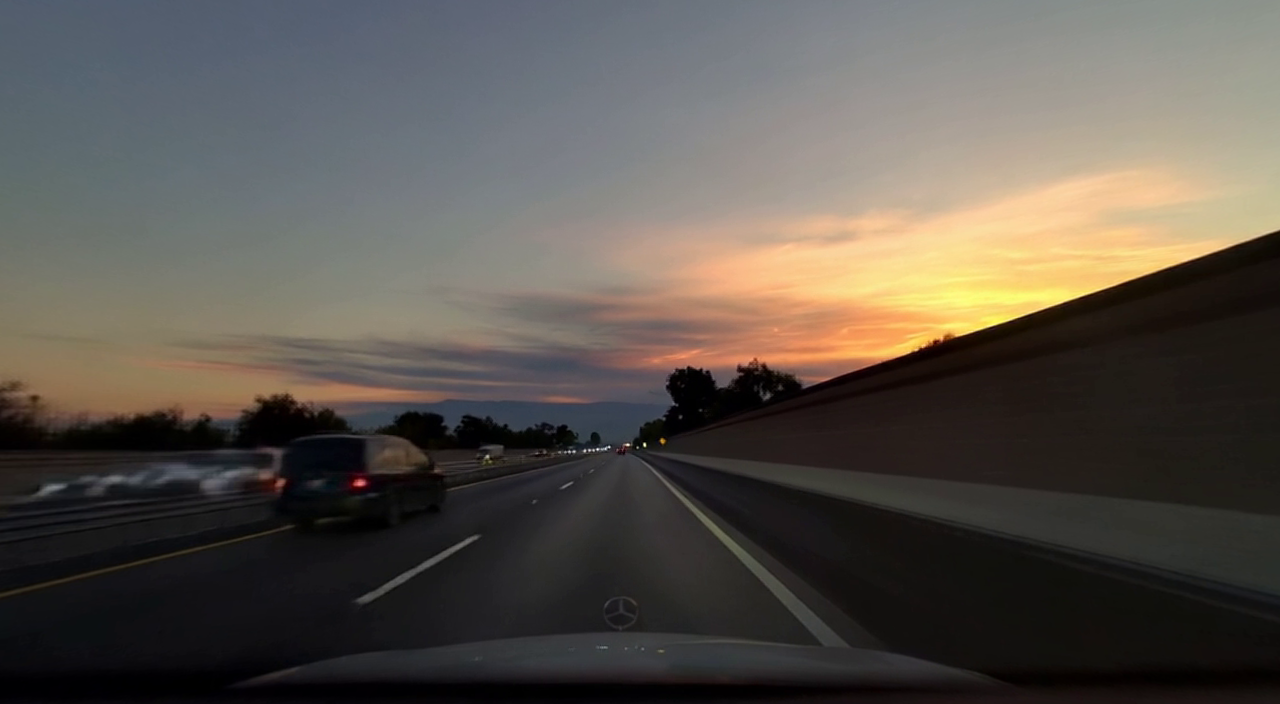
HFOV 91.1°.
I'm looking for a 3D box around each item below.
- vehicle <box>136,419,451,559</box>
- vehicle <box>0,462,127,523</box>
[{"bbox_3d":[-4.652,1.907,9.501,2.139,1.577,4.546,0,-9,0],"label":"vehicle"},{"bbox_3d":[-17.146,3.921,17.908,1.843,1.455,3.770,0,-9,-1],"label":"vehicle"}]
